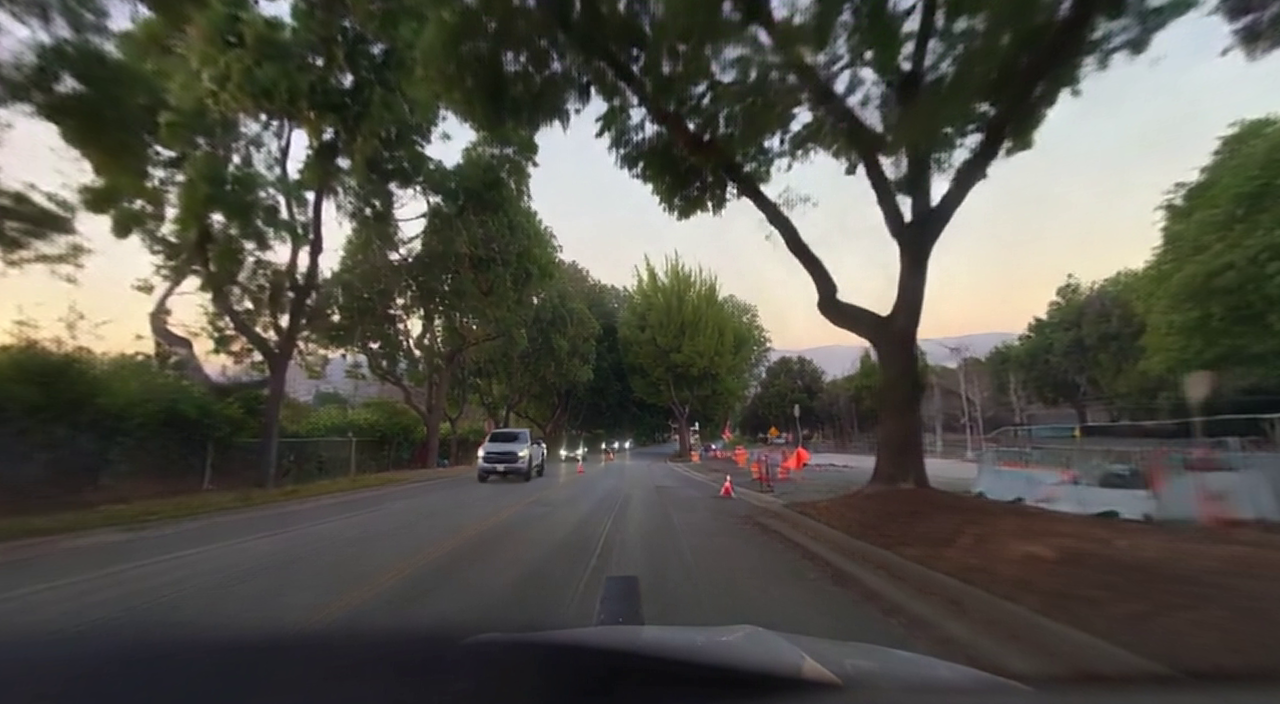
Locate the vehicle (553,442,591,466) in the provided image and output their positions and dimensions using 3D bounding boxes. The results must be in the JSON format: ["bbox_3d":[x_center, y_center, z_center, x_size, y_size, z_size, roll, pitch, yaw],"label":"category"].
[{"bbox_3d":[-4.490,6.780,42.191,1.964,1.481,4.199,-1,-8,2],"label":"vehicle"}]

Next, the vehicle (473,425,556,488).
[{"bbox_3d":[-4.411,3.740,22.970,2.064,2.009,4.512,-1,-8,0],"label":"vehicle"}]
